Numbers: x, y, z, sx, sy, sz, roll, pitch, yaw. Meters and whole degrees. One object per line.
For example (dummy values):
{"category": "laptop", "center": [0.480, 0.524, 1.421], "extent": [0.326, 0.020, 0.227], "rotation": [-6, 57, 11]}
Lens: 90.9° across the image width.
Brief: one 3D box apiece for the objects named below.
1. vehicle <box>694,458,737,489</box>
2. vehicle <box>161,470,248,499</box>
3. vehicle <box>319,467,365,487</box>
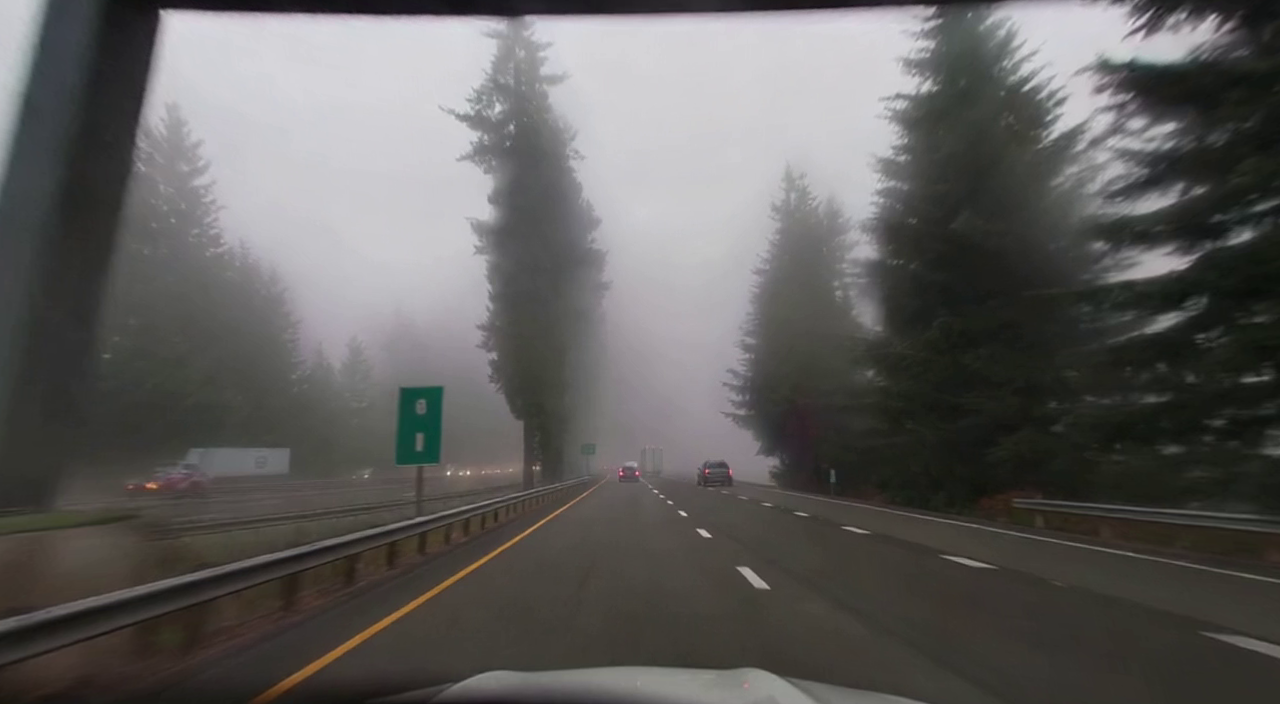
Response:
{"category": "vehicle", "center": [4.611, 7.486, 38.912], "extent": [1.998, 1.776, 4.663], "rotation": [1, -10, -1]}
{"category": "vehicle", "center": [-23.638, 7.180, 34.402], "extent": [1.751, 1.395, 4.139], "rotation": [1, -10, 0]}
{"category": "vehicle", "center": [-23.087, 9.676, 48.922], "extent": [1.727, 1.421, 3.652], "rotation": [1, -10, 0]}
